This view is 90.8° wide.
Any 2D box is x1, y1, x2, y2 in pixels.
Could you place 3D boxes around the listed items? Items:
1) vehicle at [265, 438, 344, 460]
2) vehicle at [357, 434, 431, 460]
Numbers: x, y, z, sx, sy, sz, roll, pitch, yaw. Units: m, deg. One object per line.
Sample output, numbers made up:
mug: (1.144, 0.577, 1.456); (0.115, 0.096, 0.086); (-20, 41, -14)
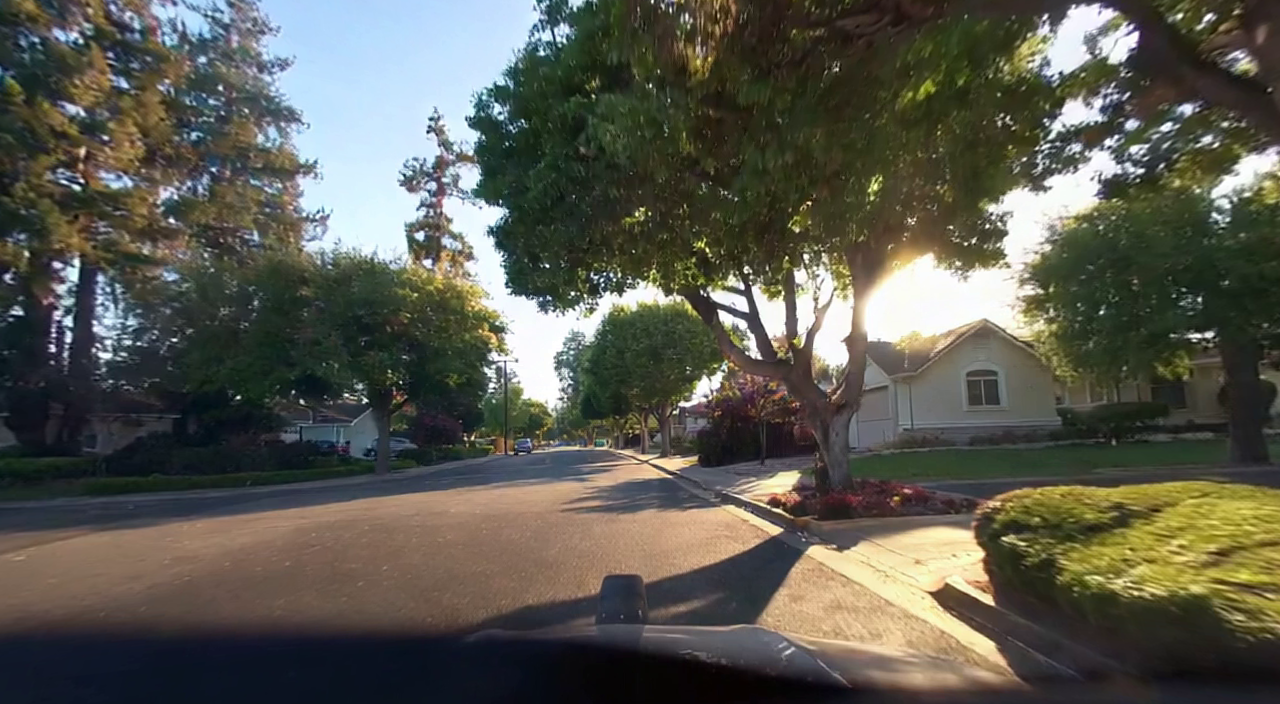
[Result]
vehicle: (-23.847, 6.930, 45.075); (4.531, 1.470, 1.855); (0, -9, -3)
vehicle: (-17.548, 6.793, 45.215); (4.559, 1.745, 1.918); (1, -9, -6)
